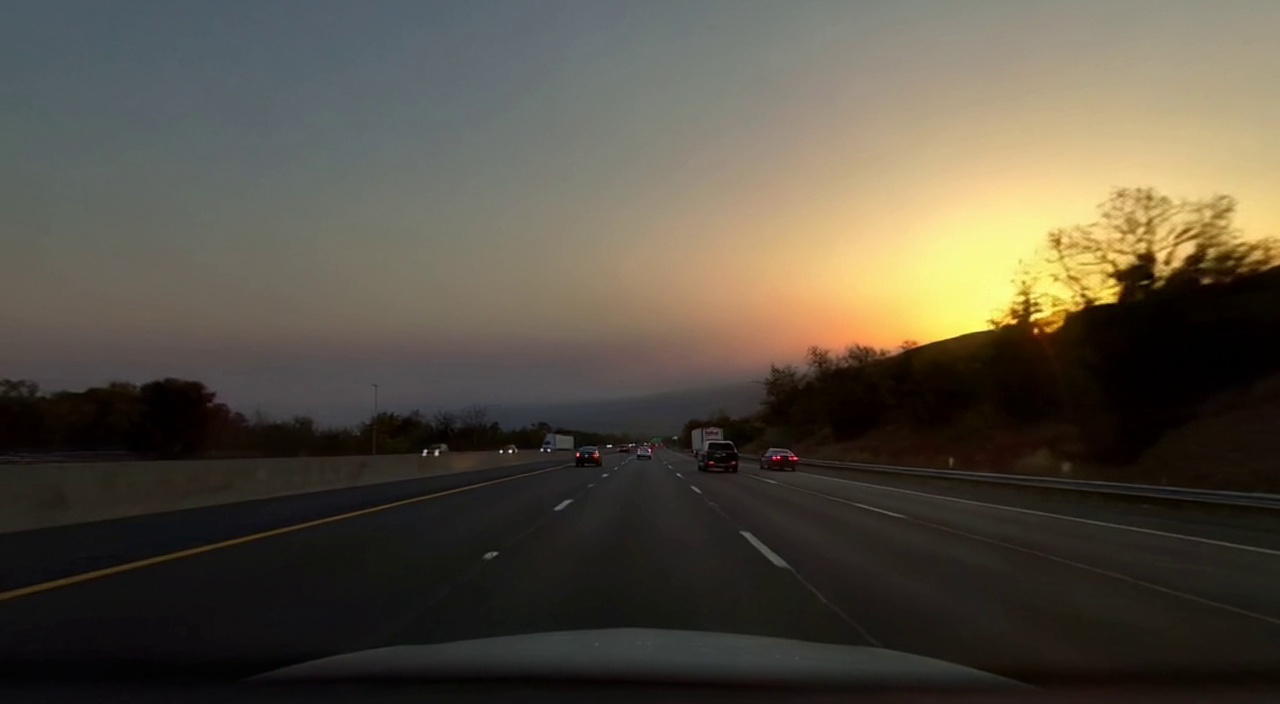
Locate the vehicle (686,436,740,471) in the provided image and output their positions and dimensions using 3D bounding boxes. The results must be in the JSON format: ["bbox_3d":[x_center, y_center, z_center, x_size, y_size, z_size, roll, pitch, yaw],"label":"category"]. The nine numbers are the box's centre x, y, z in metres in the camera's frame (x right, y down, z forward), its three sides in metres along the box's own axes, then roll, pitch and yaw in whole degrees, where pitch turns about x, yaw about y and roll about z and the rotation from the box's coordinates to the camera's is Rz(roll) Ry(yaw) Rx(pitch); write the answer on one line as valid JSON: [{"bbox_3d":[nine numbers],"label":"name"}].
[{"bbox_3d":[4.466,6.377,39.611,2.770,1.990,5.755,0,-9,1],"label":"vehicle"}]

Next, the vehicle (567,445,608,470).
[{"bbox_3d":[-3.359,6.890,41.400,2.164,1.507,4.748,0,-9,1],"label":"vehicle"}]

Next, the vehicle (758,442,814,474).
[{"bbox_3d":[8.382,6.129,36.614,2.188,1.727,4.381,0,-9,0],"label":"vehicle"}]
